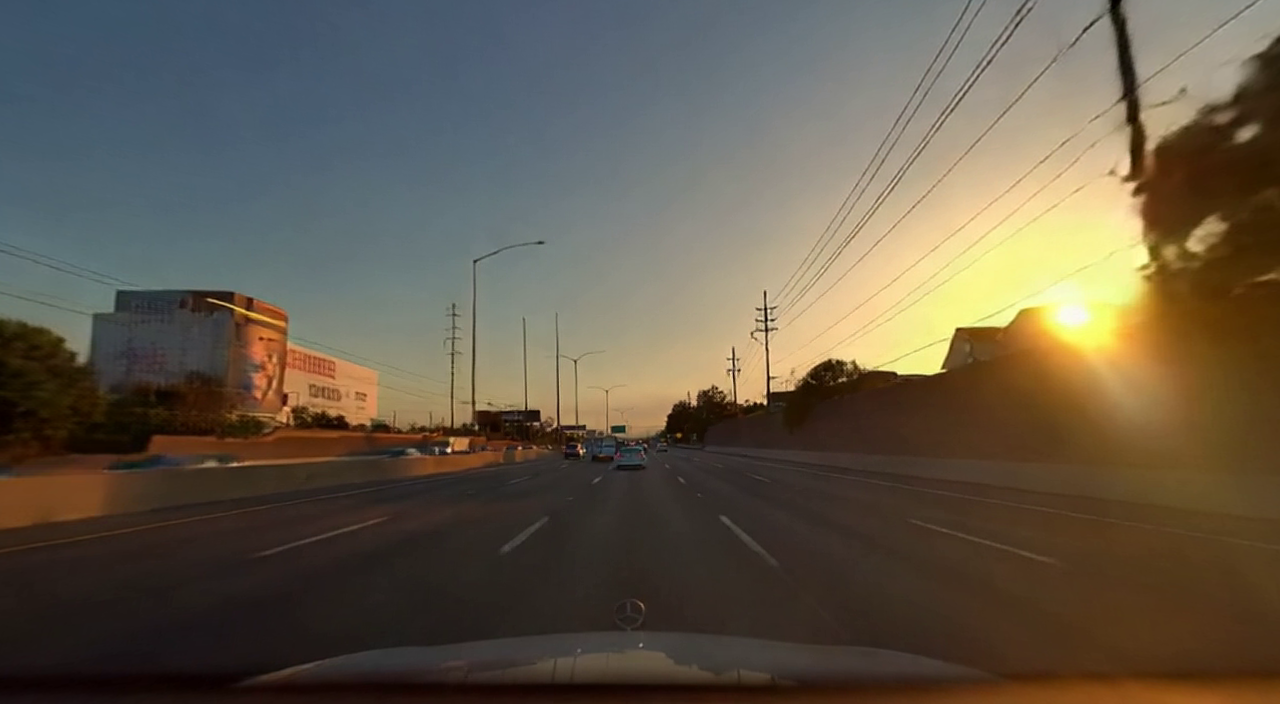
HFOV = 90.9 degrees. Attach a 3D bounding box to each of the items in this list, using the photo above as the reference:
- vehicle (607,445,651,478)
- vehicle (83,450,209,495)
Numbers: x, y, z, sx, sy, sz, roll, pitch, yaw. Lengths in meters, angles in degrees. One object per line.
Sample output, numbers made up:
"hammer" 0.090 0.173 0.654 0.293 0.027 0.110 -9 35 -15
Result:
"vehicle" -0.442 5.131 29.849 1.891 1.444 3.968 0 -9 2
"vehicle" -16.466 4.006 21.238 1.512 1.346 3.310 0 -9 1
